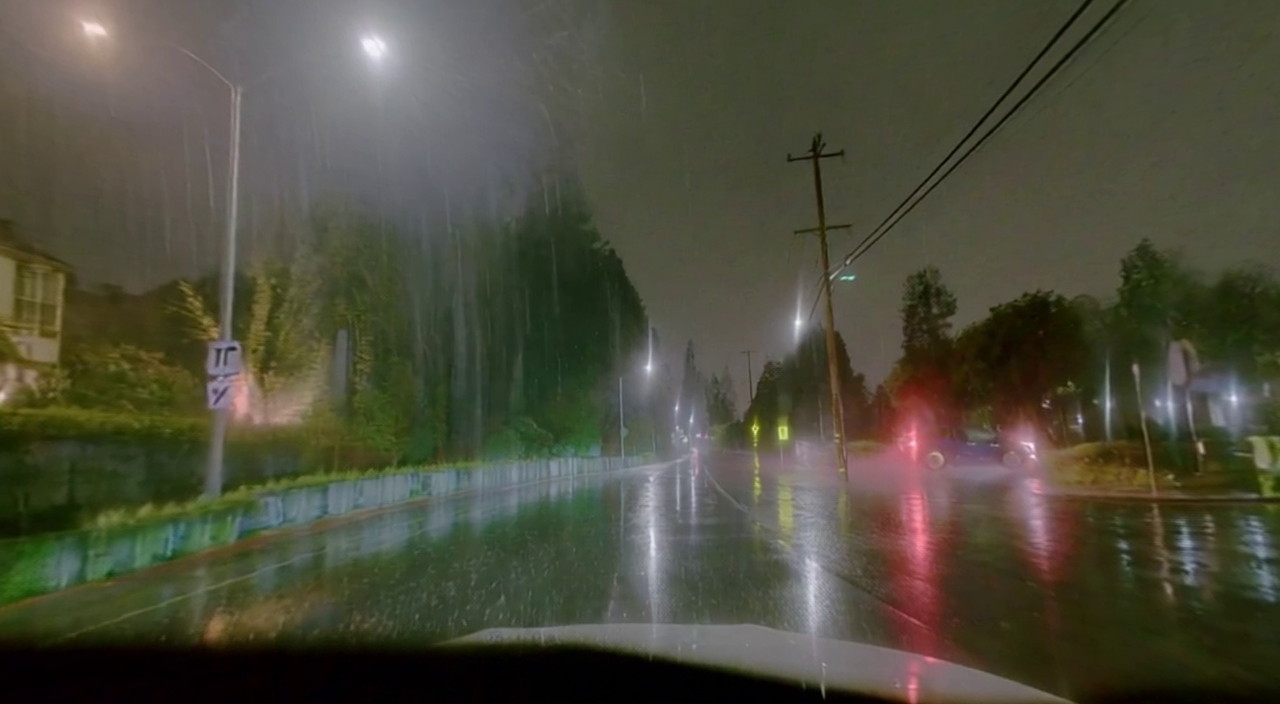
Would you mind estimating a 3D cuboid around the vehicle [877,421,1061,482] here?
[{"bbox_3d":[10.098,3.097,19.685,4.614,1.764,1.860,-1,-8,5],"label":"vehicle"}]
